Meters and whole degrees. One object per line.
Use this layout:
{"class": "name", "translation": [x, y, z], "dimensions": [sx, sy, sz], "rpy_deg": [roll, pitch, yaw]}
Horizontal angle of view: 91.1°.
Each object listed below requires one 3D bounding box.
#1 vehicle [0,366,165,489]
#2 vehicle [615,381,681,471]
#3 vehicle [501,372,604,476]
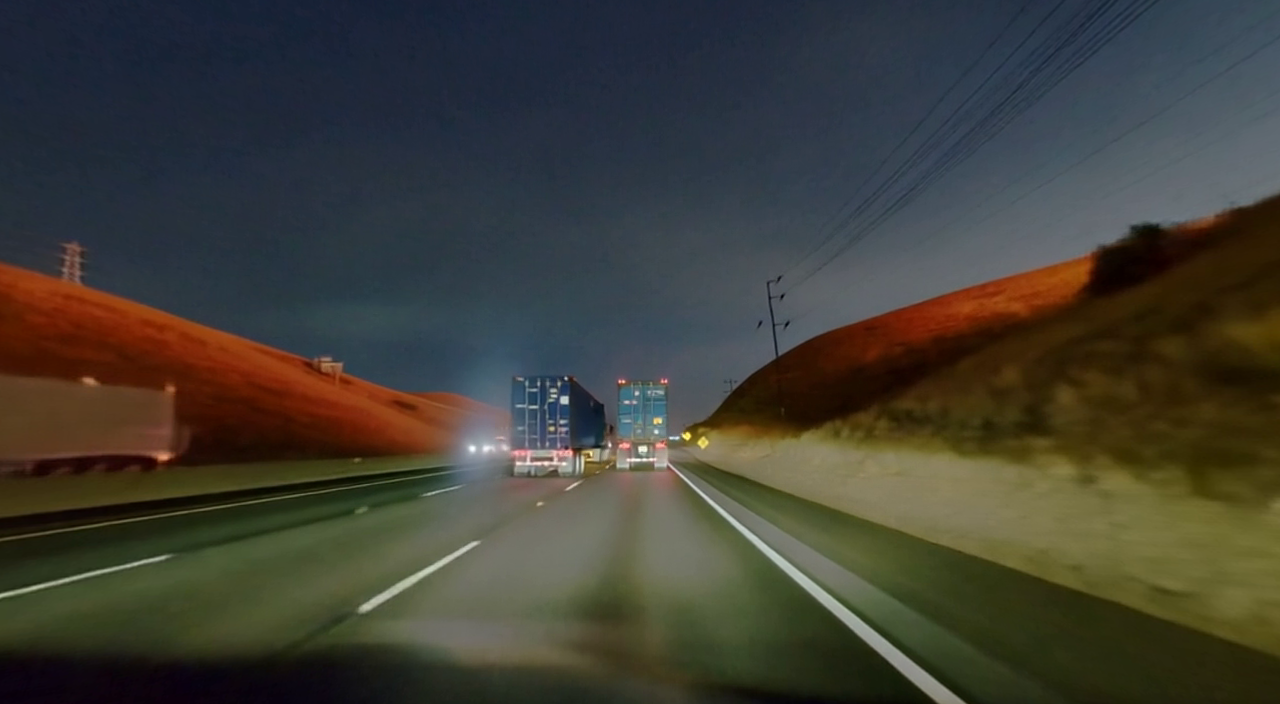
{"class": "vehicle", "translation": [-21.962, 2.422, 20.075], "dimensions": [2.942, 3.909, 13.487], "rpy_deg": [0, -8, 0]}
{"class": "vehicle", "translation": [0.231, 4.214, 34.601], "dimensions": [3.006, 4.120, 11.586], "rpy_deg": [0, -8, -1]}
{"class": "vehicle", "translation": [-3.832, 3.808, 31.783], "dimensions": [3.065, 4.105, 13.706], "rpy_deg": [0, -8, 1]}
